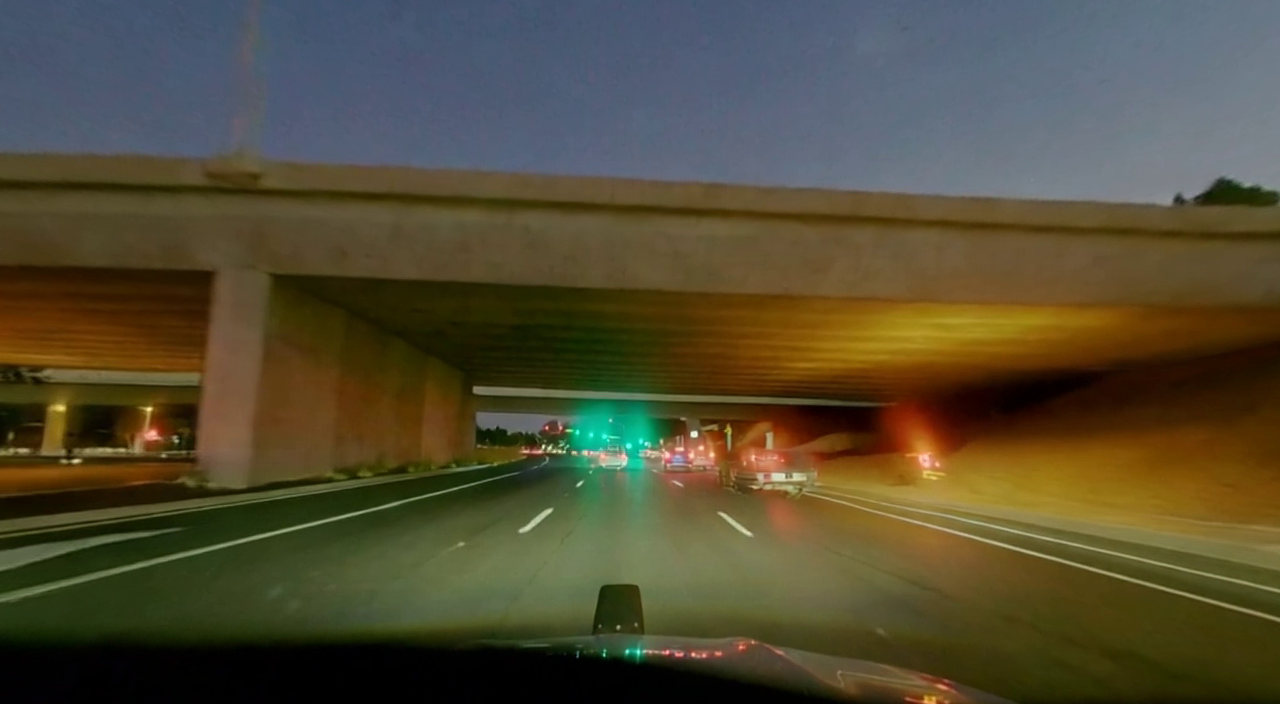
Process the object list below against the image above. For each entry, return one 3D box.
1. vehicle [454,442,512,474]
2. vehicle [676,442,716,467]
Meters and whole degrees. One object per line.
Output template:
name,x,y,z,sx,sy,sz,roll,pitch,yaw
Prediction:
vehicle,-7.987,5.427,32.530,2.007,1.519,4.366,0,-9,-2
vehicle,3.916,7.220,44.733,2.377,1.678,4.353,0,-9,-1
